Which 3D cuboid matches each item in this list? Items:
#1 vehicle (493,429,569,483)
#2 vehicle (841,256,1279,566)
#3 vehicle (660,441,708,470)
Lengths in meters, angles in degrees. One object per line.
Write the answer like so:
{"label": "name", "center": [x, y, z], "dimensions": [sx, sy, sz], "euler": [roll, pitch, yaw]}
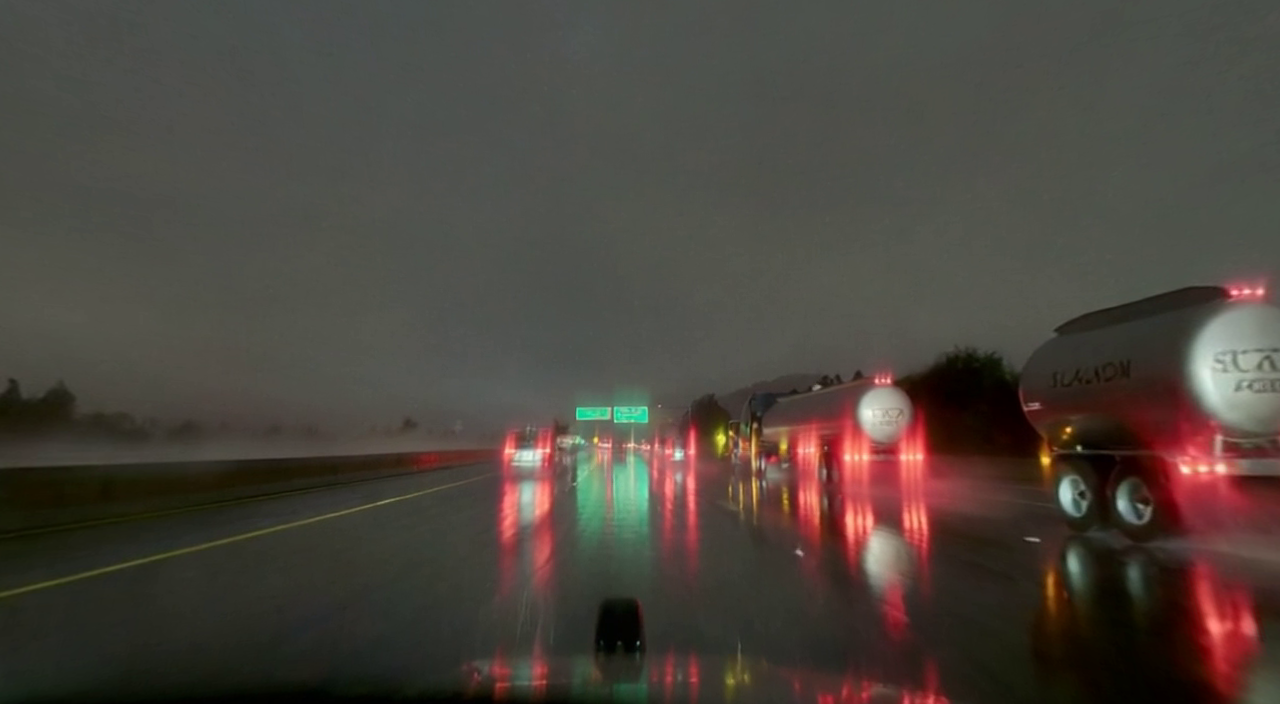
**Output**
{"label": "vehicle", "center": [-3.965, 3.883, 23.840], "dimensions": [2.149, 1.843, 4.348], "euler": [0, -9, -1]}
{"label": "vehicle", "center": [7.477, 1.385, 12.412], "dimensions": [3.554, 3.573, 10.307], "euler": [0, -9, -1]}
{"label": "vehicle", "center": [2.398, 5.820, 35.770], "dimensions": [2.053, 1.510, 4.400], "euler": [1, -9, -4]}
